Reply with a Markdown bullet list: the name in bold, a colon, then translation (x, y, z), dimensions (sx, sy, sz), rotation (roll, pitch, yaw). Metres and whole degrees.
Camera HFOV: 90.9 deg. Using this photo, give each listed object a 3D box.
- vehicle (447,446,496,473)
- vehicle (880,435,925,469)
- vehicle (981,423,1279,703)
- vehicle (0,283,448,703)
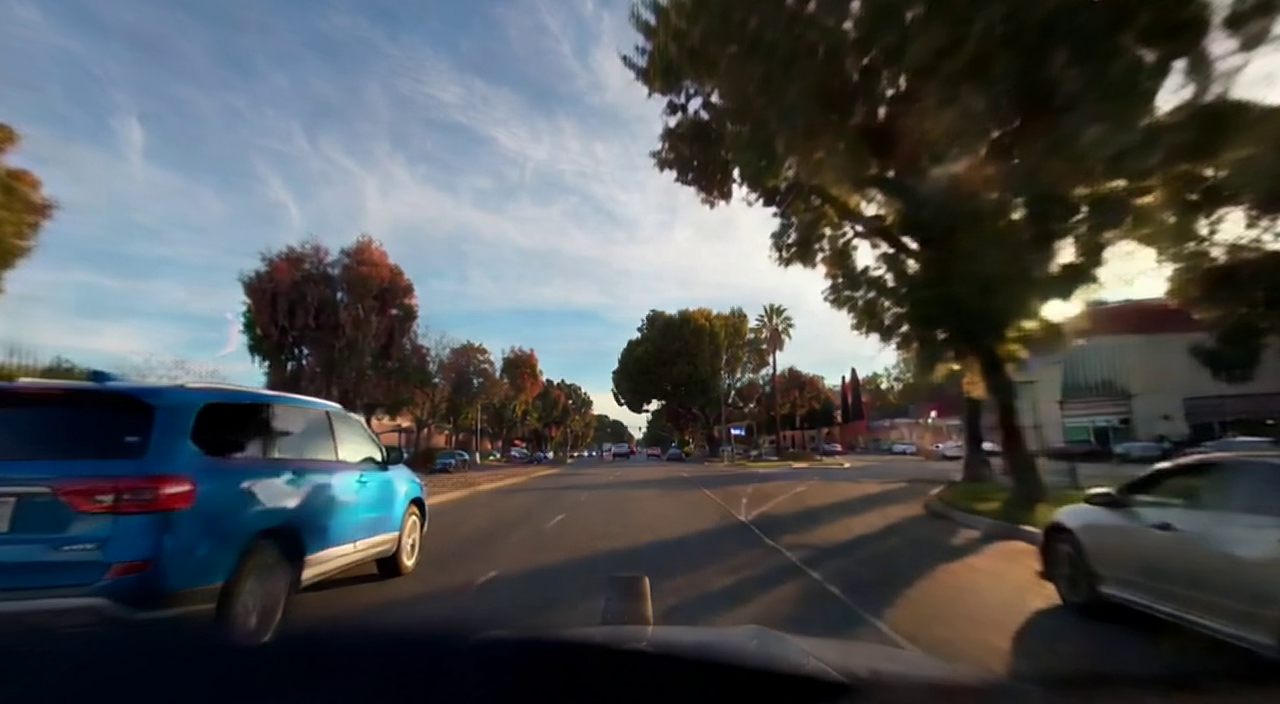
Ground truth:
- **vehicle**: translation (-10.179, 6.498, 38.389), dimensions (1.846, 1.499, 4.101), rotation (0, -8, 0)
- **vehicle**: translation (15.121, 5.771, 36.508), dimensions (2.180, 1.808, 4.462), rotation (-3, -9, 20)
- **vehicle**: translation (4.072, 1.167, 3.627), dimensions (1.978, 1.455, 4.582), rotation (-1, -8, 5)
- **vehicle**: translation (-3.300, 1.006, 4.926), dimensions (2.152, 1.987, 4.527), rotation (0, -8, 0)
